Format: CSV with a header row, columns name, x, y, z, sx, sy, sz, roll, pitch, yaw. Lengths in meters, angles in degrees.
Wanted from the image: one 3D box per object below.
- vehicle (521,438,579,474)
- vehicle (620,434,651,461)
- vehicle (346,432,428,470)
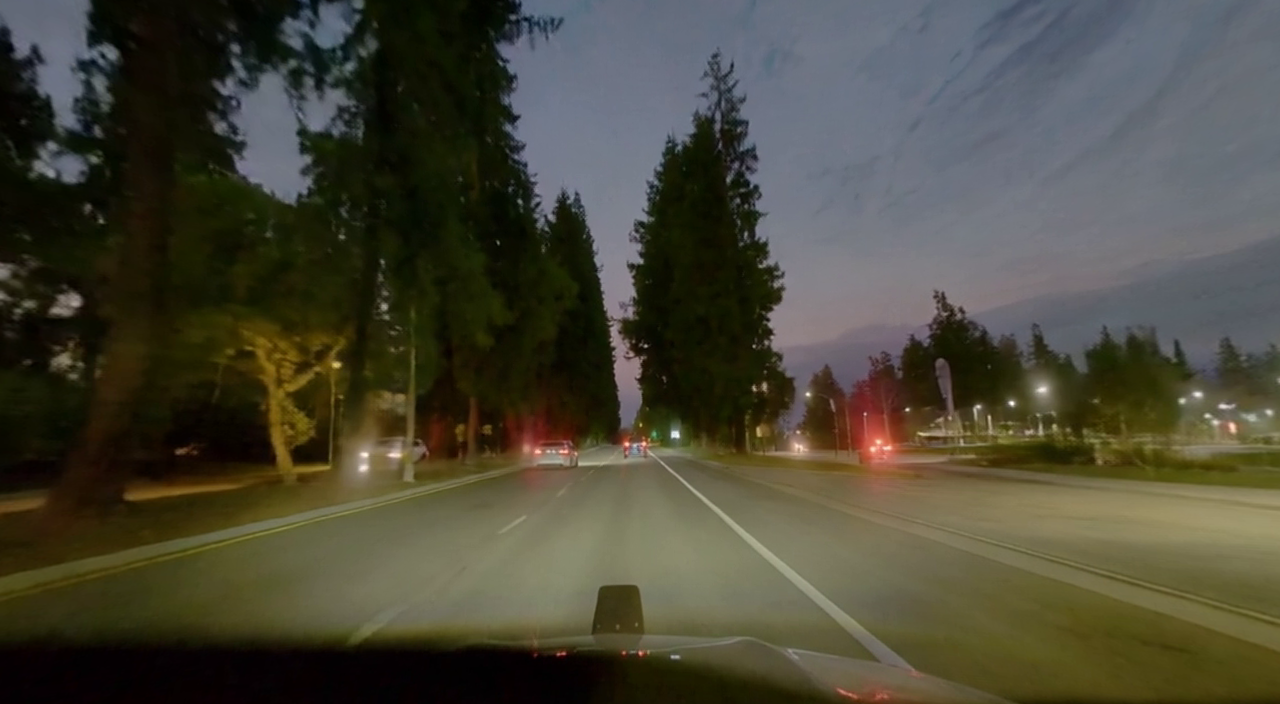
name,x,y,z,sx,sy,sz,roll,pitch,yaw
vehicle,-3.898,4.571,28.142,1.917,1.448,4.178,0,-8,1
vehicle,-0.318,6.519,43.320,2.018,1.769,3.897,0,-8,0
vehicle,-16.649,6.537,42.142,2.687,2.262,6.995,0,-8,-2
